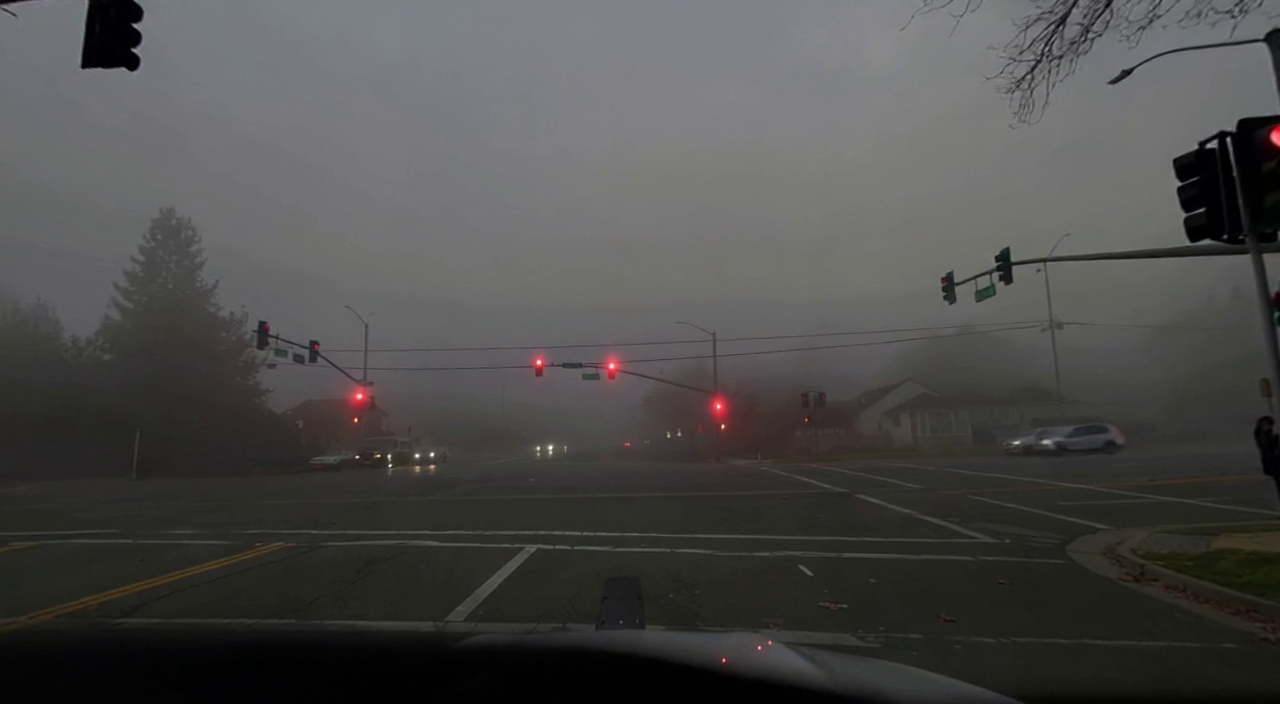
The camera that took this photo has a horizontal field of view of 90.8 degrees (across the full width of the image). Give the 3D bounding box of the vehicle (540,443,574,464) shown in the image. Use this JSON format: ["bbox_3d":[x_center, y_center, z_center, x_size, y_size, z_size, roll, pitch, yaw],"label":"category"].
[{"bbox_3d":[-6.127,7.520,47.044,1.936,1.444,4.168,0,-8,0],"label":"vehicle"}]

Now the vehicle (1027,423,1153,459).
[{"bbox_3d":[22.488,4.468,31.741,4.706,1.710,1.932,-1,-8,5],"label":"vehicle"}]
